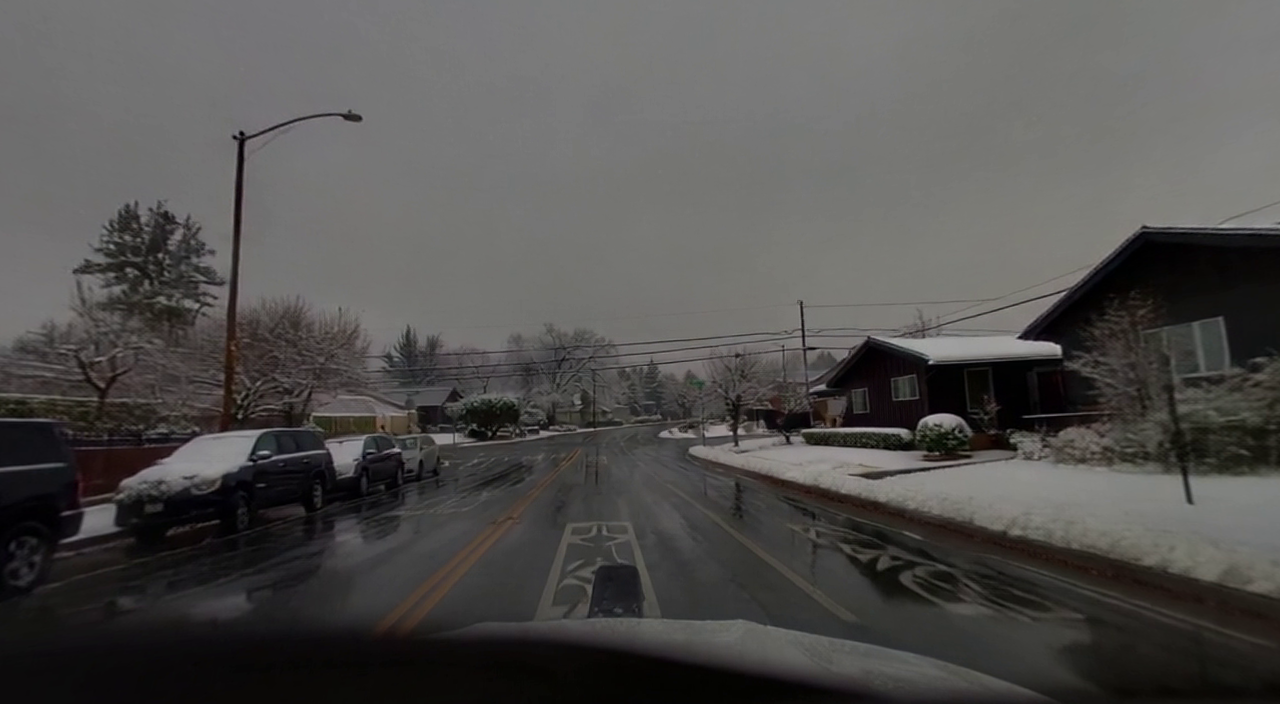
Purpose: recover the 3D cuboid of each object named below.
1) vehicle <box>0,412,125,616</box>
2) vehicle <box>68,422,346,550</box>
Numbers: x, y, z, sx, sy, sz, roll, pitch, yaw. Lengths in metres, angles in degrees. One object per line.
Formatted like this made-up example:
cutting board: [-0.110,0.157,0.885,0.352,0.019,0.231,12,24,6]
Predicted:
vehicle: [-6.643,1.327,4.763,2.147,1.780,4.165,0,-8,-5]
vehicle: [-7.099,2.166,11.092,1.865,1.750,4.507,0,-8,-3]
